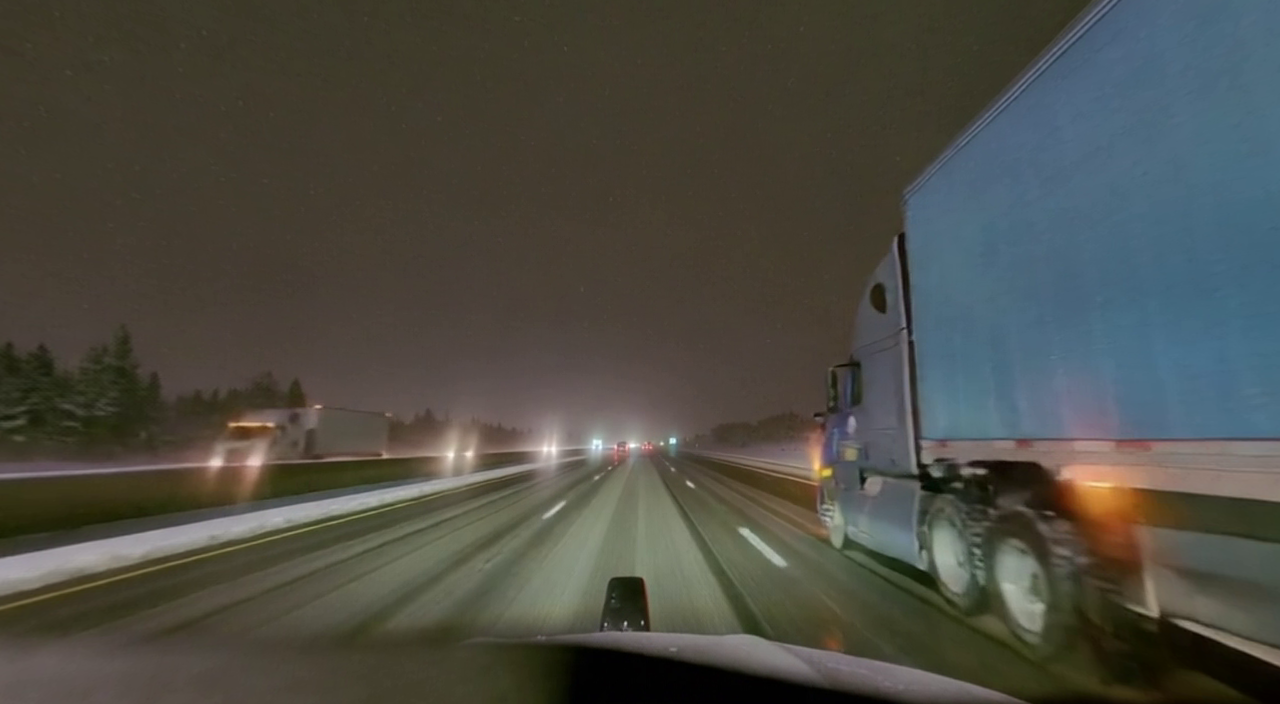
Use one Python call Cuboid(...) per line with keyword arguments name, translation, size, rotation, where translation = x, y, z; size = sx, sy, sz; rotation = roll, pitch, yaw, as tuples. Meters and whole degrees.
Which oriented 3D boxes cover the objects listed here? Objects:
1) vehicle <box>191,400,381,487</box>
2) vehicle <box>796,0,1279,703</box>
Cuboid(name="vehicle", translation=(-19.628, 5.338, 36.773), size=(2.919, 4.097, 14.005), rotation=(0, -8, 0))
Cuboid(name="vehicle", translation=(3.747, 0.109, 5.524), size=(3.079, 3.852, 6.223), rotation=(0, -8, 0))
